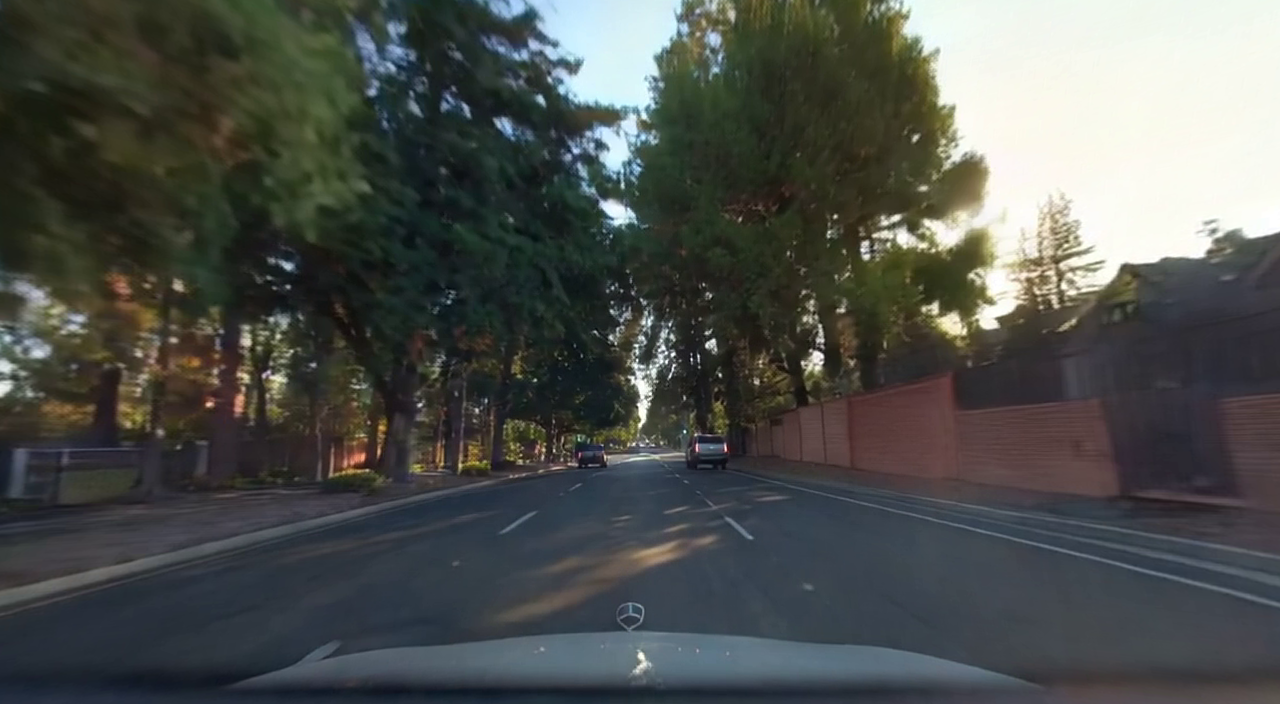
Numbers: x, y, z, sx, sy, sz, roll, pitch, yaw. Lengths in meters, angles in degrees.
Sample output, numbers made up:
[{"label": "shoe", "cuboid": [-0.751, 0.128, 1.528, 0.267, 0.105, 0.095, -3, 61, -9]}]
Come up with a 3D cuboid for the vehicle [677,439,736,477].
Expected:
[{"label": "vehicle", "cuboid": [3.105, 5.091, 30.559, 2.321, 1.695, 5.037, 0, -8, 0]}]

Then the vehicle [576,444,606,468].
[{"label": "vehicle", "cuboid": [-3.809, 8.072, 49.299, 2.002, 1.747, 4.728, 0, -8, 0]}]
